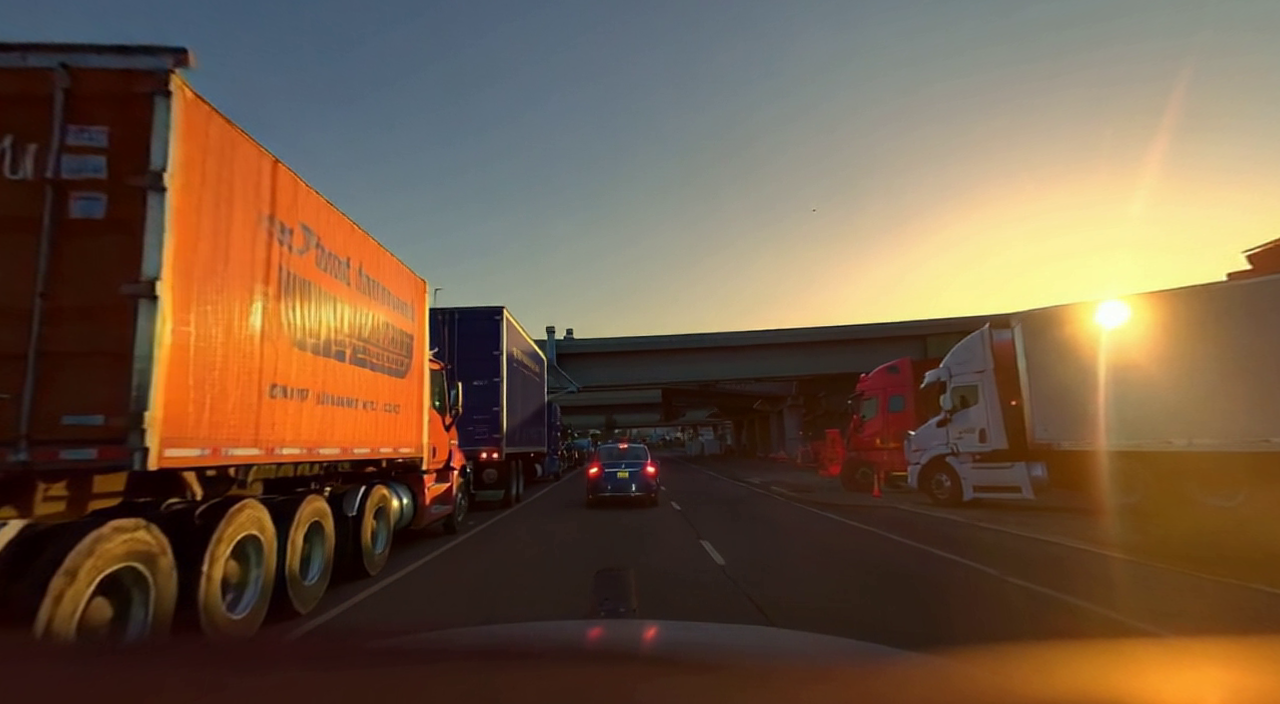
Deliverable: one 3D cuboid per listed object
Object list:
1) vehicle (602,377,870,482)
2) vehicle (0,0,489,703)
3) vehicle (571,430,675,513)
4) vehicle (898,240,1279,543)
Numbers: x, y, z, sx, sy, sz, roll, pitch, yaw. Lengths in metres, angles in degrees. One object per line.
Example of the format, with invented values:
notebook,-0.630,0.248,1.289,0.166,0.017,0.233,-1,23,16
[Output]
vehicle,3.734,3.858,30.972,2.877,4.124,14.516,3,-8,-41
vehicle,-3.984,0.655,5.975,2.986,3.391,9.523,0,-9,-2
vehicle,-0.377,2.780,15.029,2.140,1.682,3.971,0,-9,-1
vehicle,11.136,0.471,8.592,13.564,4.152,3.110,-9,-12,42
